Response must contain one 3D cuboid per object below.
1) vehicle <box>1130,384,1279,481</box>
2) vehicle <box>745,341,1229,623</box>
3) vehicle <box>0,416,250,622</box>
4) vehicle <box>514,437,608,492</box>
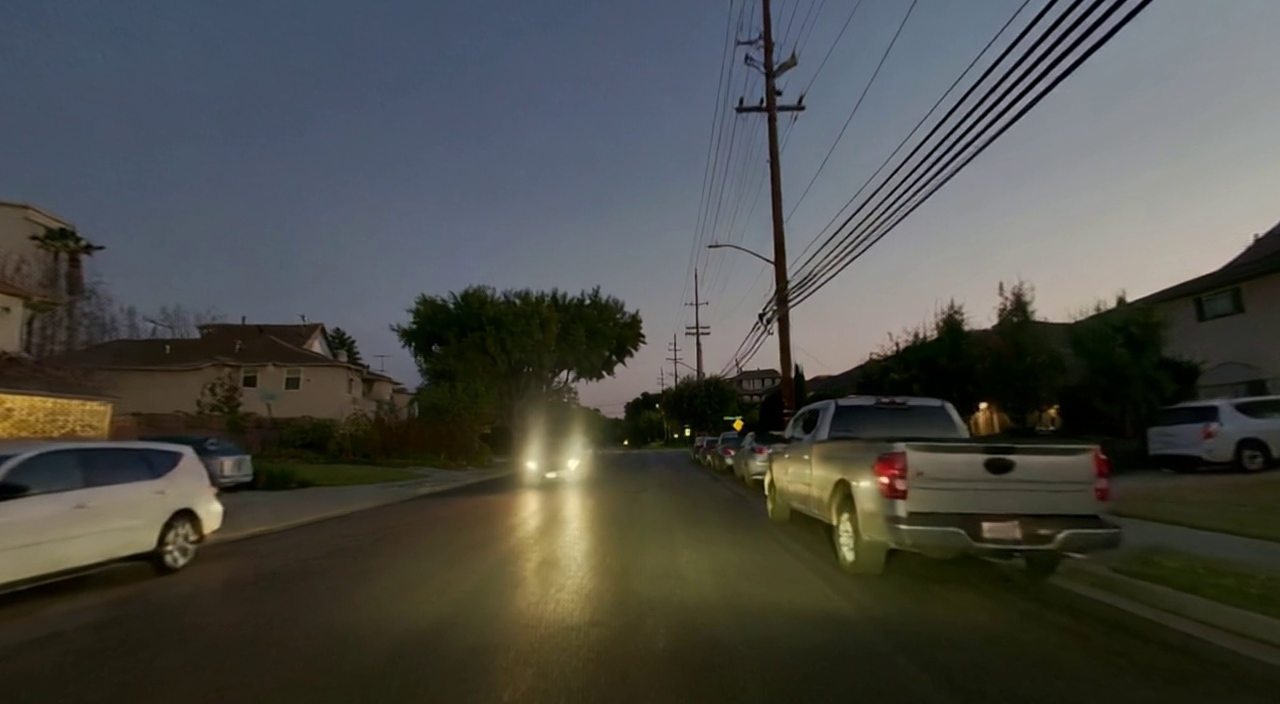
[{"bbox_3d":[14.318,1.722,14.109,4.778,1.903,2.205,-3,-8,-1],"label":"vehicle"},{"bbox_3d":[3.010,1.385,7.838,2.437,2.015,6.511,0,-8,1],"label":"vehicle"},{"bbox_3d":[-6.548,1.619,6.604,1.930,1.784,4.474,0,-8,2],"label":"vehicle"},{"bbox_3d":[-2.372,3.520,20.215,2.213,1.548,4.370,0,-8,3],"label":"vehicle"}]
